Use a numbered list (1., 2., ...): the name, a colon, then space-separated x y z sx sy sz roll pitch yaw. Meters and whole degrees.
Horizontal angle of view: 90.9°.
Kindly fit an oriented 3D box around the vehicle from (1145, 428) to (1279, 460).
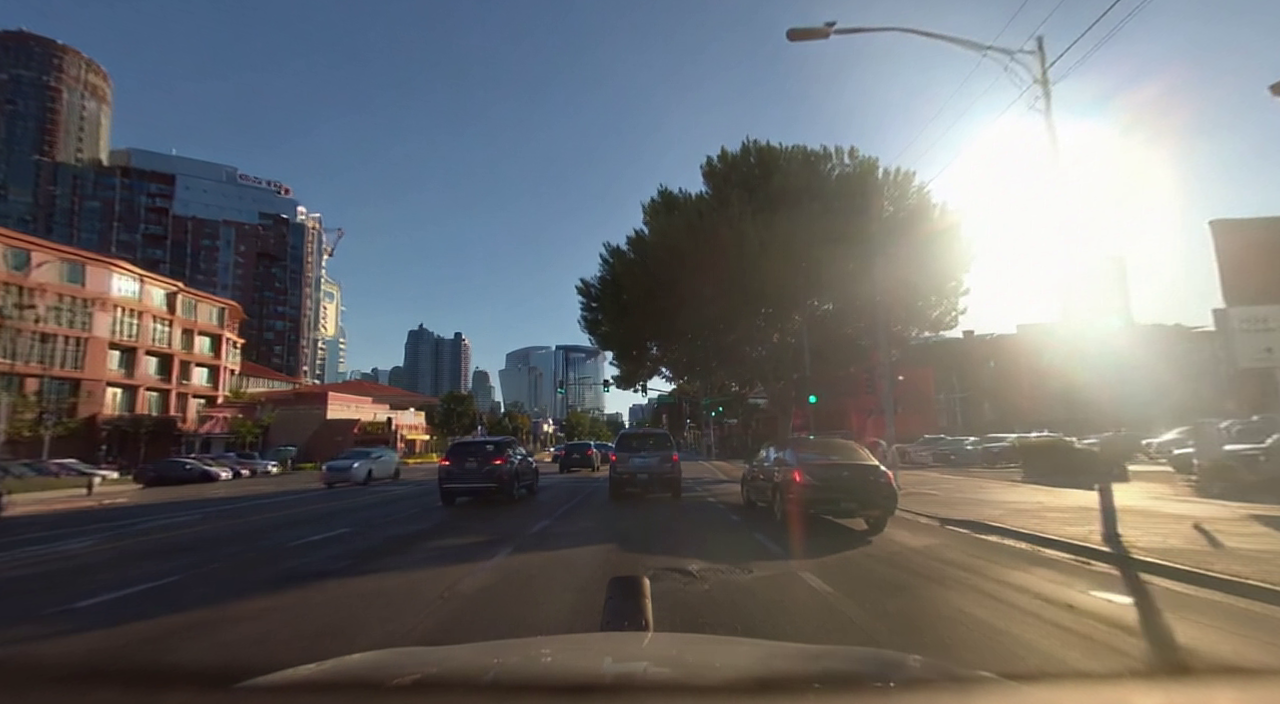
1. vehicle: 29.089 4.701 32.141 4.736 1.526 1.878 -2 -9 12

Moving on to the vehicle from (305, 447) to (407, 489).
1. vehicle: -11.279 4.606 25.432 1.900 1.494 4.489 0 -8 2

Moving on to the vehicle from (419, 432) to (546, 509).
1. vehicle: -3.638 2.811 15.393 1.886 1.599 4.247 0 -8 2

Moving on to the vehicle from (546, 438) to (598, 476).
1. vehicle: -3.070 4.842 29.278 1.894 1.642 3.861 0 -8 2

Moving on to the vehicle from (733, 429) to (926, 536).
1. vehicle: 2.989 2.160 11.093 2.030 1.492 4.383 0 -8 0

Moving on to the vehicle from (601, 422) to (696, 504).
1. vehicle: 0.226 2.731 15.894 2.075 1.770 4.018 0 -8 1

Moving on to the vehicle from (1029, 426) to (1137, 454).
1. vehicle: 29.986 6.019 42.811 5.516 1.780 2.064 -2 -9 9

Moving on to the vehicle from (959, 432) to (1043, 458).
1. vehicle: 23.326 6.013 40.817 4.236 1.617 1.832 -1 -9 10

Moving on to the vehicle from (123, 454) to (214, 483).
1. vehicle: -29.544 7.276 39.574 4.337 1.690 1.875 -2 -8 5

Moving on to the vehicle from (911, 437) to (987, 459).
1. vehicle: 21.579 6.738 44.148 4.315 1.461 1.803 -1 -9 7

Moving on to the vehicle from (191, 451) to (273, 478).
1. vehicle: -27.495 7.569 42.518 4.221 1.703 1.930 -1 -8 5

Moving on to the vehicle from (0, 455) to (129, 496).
1. vehicle: -29.891 6.150 31.754 2.021 1.802 5.987 -5 -10 30
